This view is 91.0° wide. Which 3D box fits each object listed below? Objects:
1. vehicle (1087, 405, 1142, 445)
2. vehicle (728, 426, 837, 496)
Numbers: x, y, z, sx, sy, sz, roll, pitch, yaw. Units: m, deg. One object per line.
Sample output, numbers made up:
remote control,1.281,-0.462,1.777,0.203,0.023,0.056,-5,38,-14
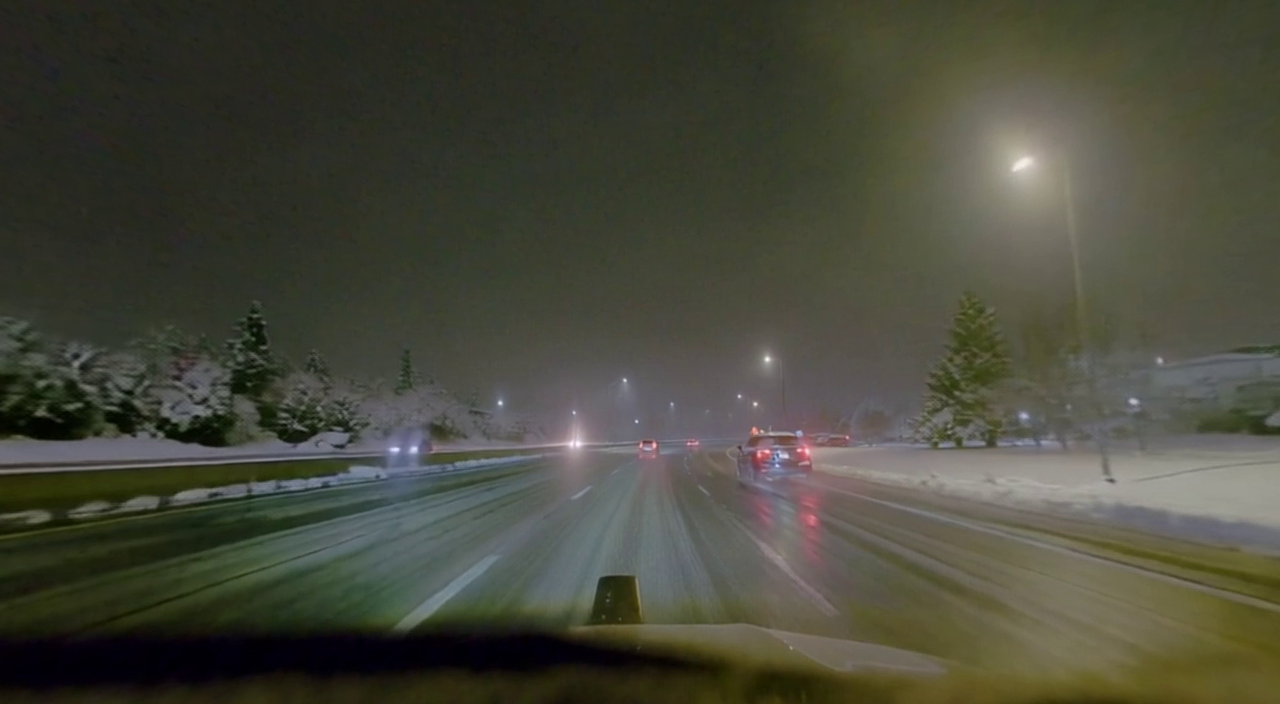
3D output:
vehicle,34.048,5.305,45.046,2.478,2.614,6.965,-8,-11,40
vehicle,3.820,2.997,17.669,2.090,1.715,4.228,0,-8,0
